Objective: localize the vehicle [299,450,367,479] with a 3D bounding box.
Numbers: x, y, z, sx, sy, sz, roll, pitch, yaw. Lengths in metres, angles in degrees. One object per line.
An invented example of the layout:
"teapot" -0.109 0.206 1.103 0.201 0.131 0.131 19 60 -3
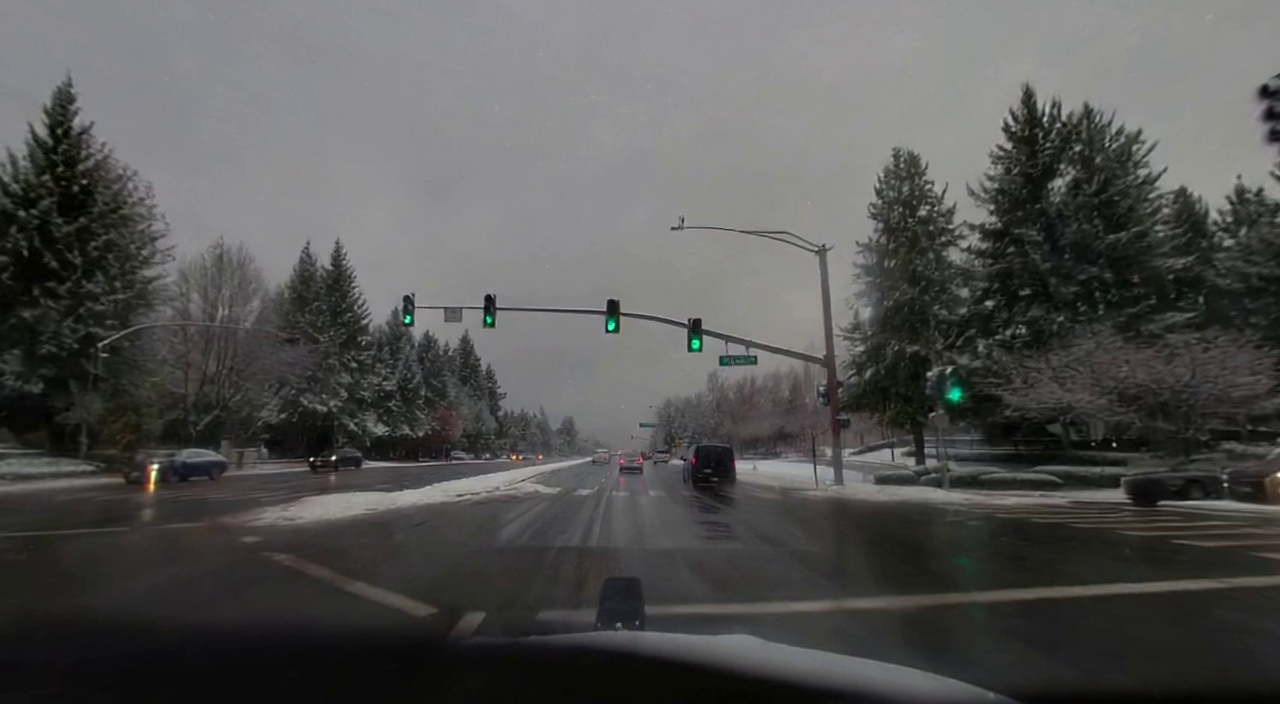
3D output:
"vehicle" -19.411 7.128 40.192 2.048 1.686 4.427 0 -9 0

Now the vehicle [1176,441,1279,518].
"vehicle" 15.179 2.840 14.334 4.096 1.605 2.072 0 -9 0

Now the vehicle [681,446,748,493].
"vehicle" 3.034 4.877 26.692 2.181 1.781 4.257 0 -9 -1

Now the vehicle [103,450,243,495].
"vehicle" -22.995 5.914 31.554 2.598 1.924 5.802 -1 -8 0

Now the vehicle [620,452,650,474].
"vehicle" -0.378 8.020 45.717 2.039 1.455 3.826 0 -8 -1
